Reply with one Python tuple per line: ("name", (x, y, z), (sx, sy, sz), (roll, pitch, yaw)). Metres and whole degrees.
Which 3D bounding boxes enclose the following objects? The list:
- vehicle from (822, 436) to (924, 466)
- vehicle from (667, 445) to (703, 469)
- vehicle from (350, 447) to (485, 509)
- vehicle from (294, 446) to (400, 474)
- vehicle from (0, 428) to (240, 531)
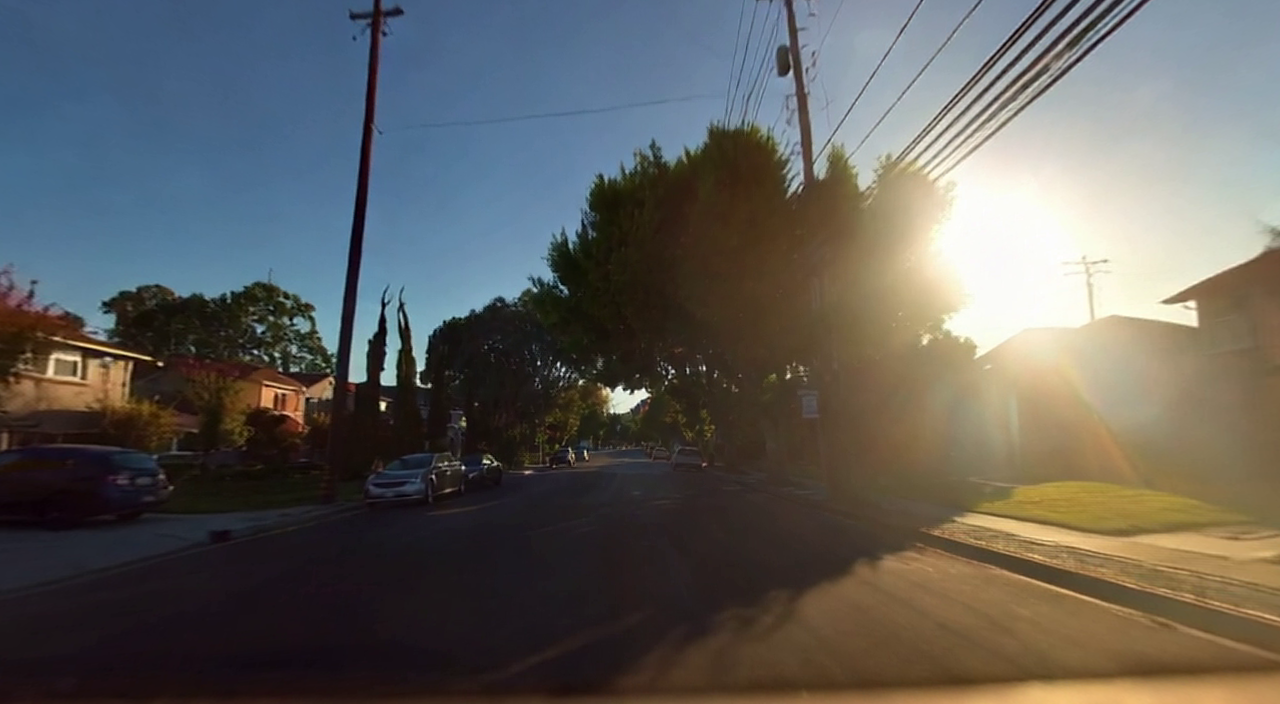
("vehicle", (12.164, 5.181, 33.226), (4.605, 1.492, 1.898), (0, -9, 0))
("vehicle", (2.952, 6.970, 41.919), (1.925, 1.482, 4.326), (0, -9, -2))
("vehicle", (-6.286, 3.600, 18.648), (2.208, 1.491, 5.089), (0, -8, -1))
("vehicle", (-15.915, 5.876, 34.494), (4.833, 1.489, 1.987), (-1, -9, 3))
("vehicle", (-12.125, 2.459, 12.451), (6.619, 1.759, 2.632), (-1, -9, -2))
